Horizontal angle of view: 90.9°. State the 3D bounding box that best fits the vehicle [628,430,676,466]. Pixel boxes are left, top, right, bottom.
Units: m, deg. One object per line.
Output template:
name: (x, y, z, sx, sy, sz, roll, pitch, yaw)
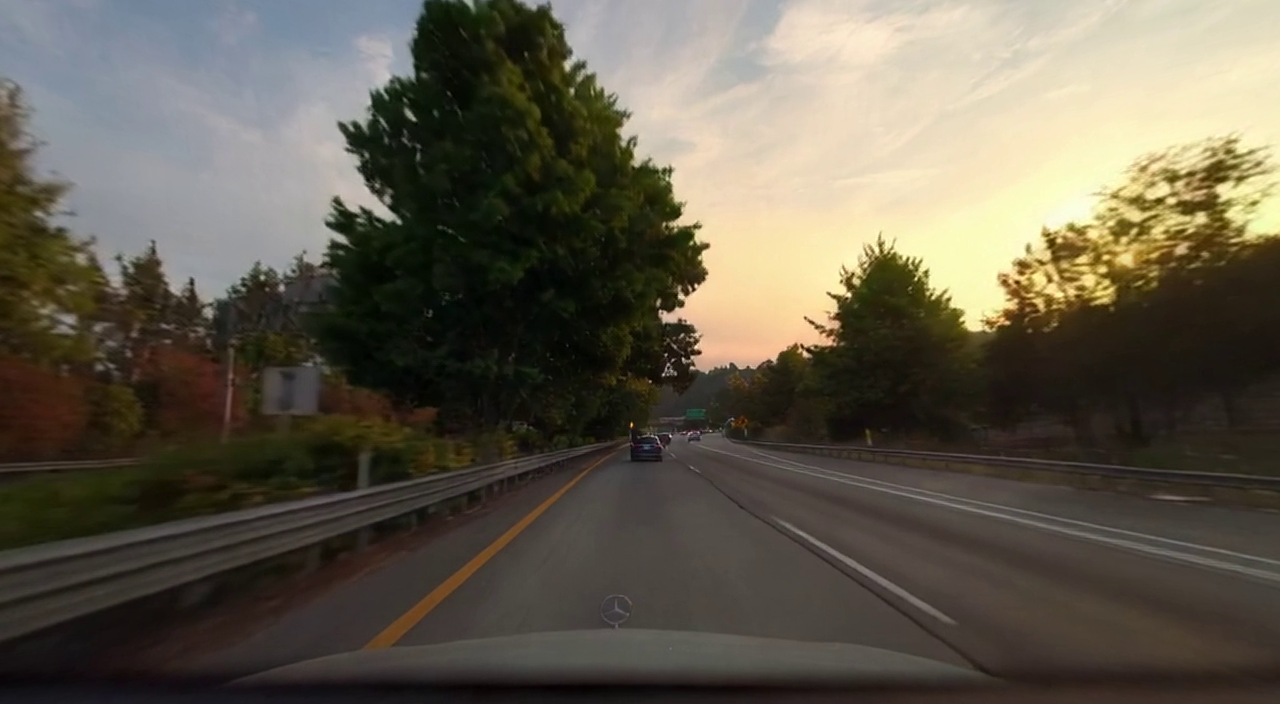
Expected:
vehicle: (0.471, 4.441, 29.256, 2.046, 1.526, 3.903, 0, -8, -2)
